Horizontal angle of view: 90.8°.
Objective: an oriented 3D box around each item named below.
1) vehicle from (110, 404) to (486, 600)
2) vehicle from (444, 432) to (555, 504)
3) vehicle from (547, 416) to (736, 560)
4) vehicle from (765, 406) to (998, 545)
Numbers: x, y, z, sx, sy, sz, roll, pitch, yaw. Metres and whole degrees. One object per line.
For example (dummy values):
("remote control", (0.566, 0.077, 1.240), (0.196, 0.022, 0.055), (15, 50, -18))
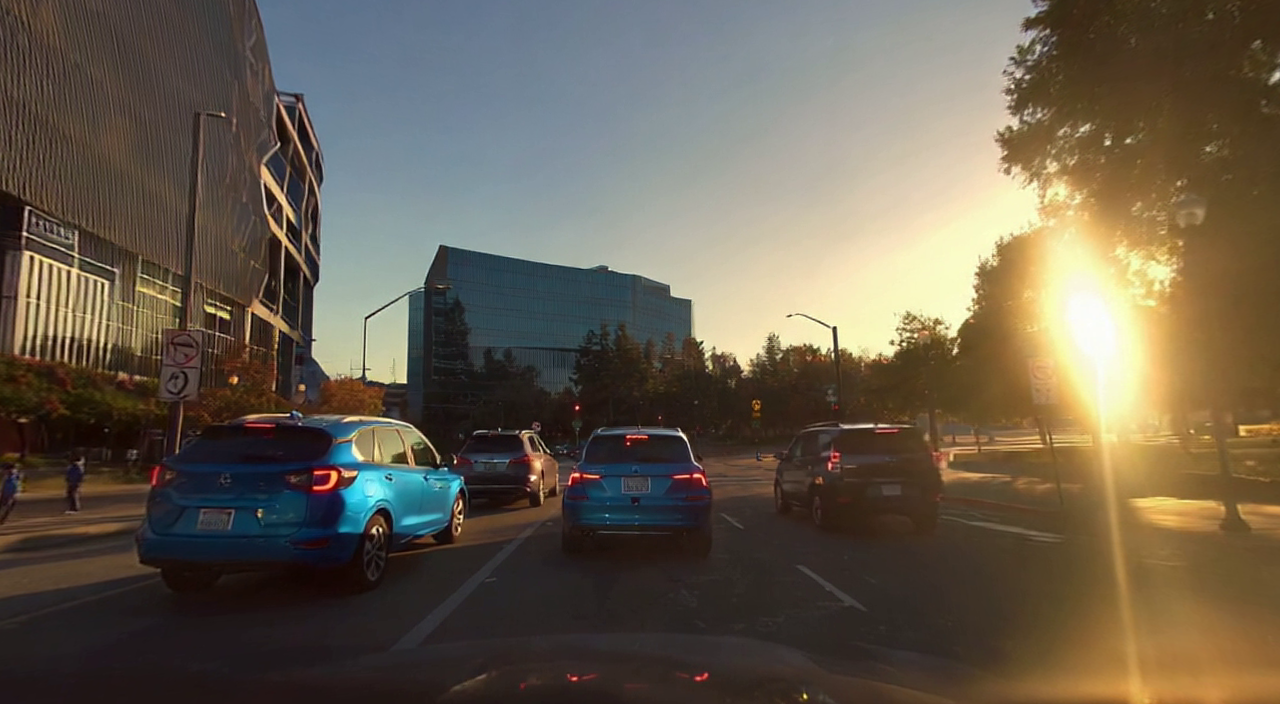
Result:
("vehicle", (-3.532, 1.634, 7.769), (2.083, 1.691, 4.398), (0, -8, 1))
("vehicle", (-3.625, 3.067, 17.183), (2.068, 1.678, 4.199), (0, -8, 0))
("vehicle", (-0.016, 1.898, 9.516), (2.207, 1.659, 4.155), (0, -8, -1))
("vehicle", (3.661, 1.966, 10.703), (2.026, 1.819, 4.579), (0, -8, -1))
